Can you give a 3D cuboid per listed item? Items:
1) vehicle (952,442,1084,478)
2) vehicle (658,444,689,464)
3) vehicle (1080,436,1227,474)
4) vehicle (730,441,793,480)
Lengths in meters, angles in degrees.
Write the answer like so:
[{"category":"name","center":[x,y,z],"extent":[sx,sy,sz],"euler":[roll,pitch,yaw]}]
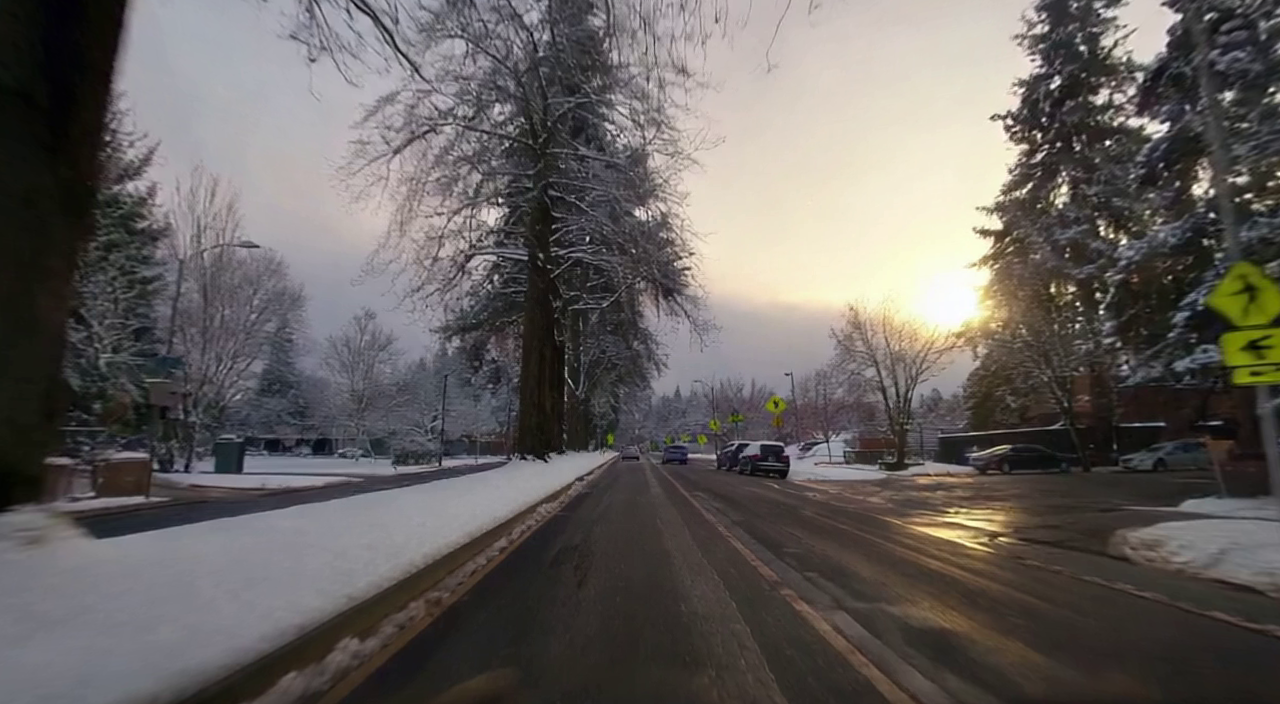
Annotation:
[{"category":"vehicle","center":[15.804,4.532,26.595],"extent":[4.331,1.413,1.892],"euler":[0,-9,-1]},{"category":"vehicle","center":[2.585,7.971,49.536],"extent":[2.142,1.501,4.273],"euler":[0,-8,-1]},{"category":"vehicle","center":[21.303,4.297,26.366],"extent":[4.400,1.522,1.831],"euler":[-1,-8,3]},{"category":"vehicle","center":[6.207,5.600,32.871],"extent":[2.040,1.710,5.200],"euler":[4,-9,-1]}]
